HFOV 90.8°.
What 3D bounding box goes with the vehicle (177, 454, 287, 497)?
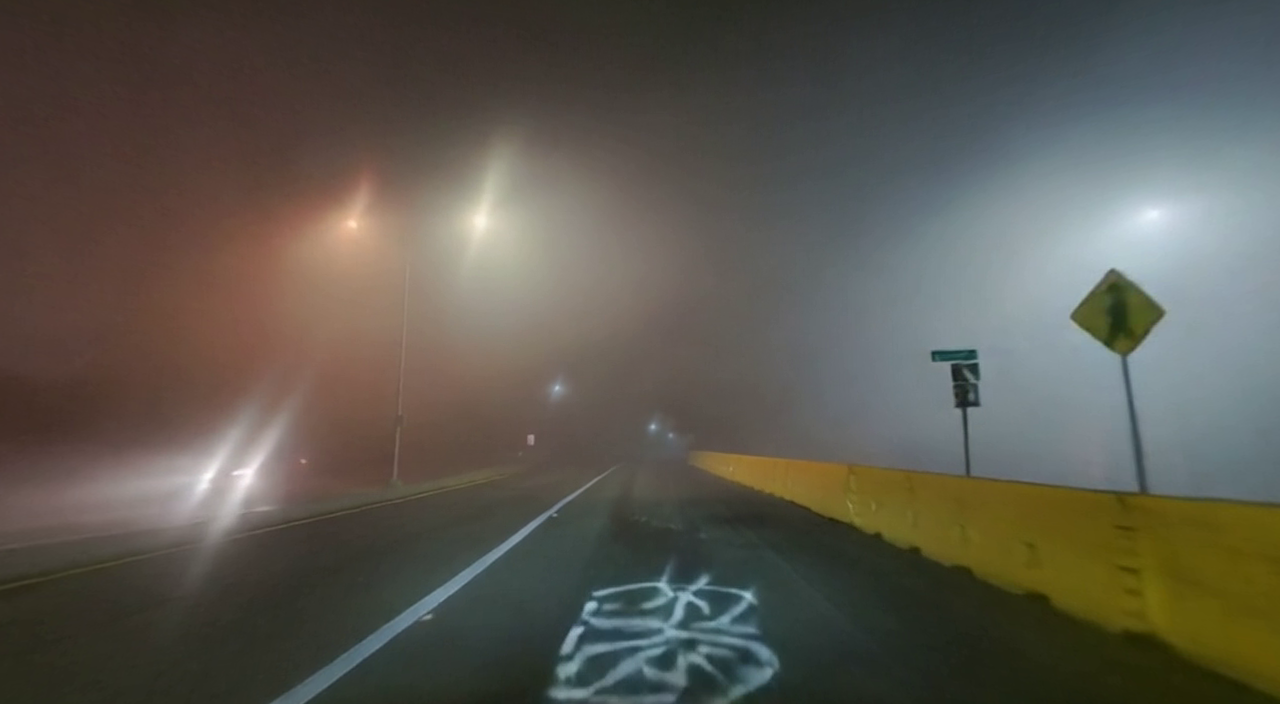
[{"bbox_3d":[-16.702,5.032,26.113,1.980,1.575,3.822,0,-9,-1],"label":"vehicle"}]
